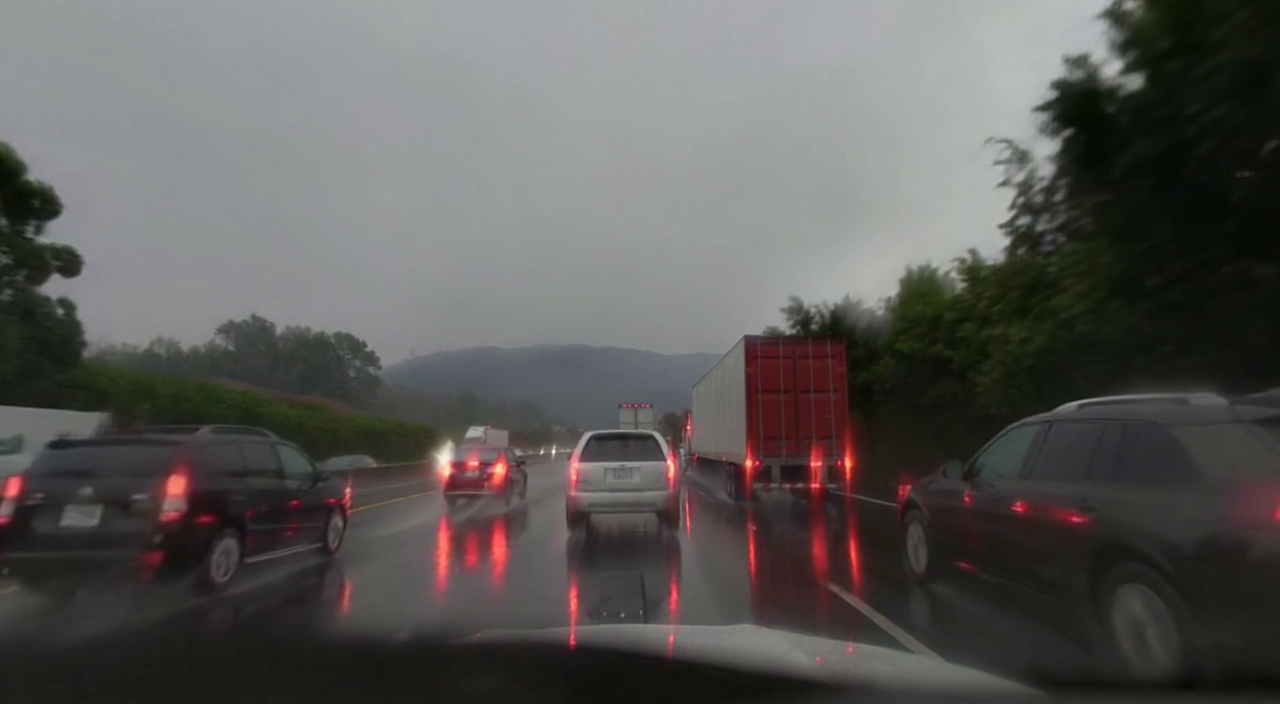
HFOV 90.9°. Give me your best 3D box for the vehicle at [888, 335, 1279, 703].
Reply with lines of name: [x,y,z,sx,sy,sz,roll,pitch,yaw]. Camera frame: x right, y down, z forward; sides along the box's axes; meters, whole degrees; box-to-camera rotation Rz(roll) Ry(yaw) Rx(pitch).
vehicle: [3.657,1.076,4.225,2.076,1.751,4.666,0,-9,0]

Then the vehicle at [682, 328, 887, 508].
vehicle: [3.786,2.677,22.153,3.186,4.111,15.553,0,-9,-1]

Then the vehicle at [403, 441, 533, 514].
vehicle: [-3.968,2.971,15.401,1.923,1.503,4.293,0,-9,1]

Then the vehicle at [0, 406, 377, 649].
vehicle: [-4.329,1.477,6.216,1.789,1.620,3.841,0,-9,0]

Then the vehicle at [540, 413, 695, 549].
vehicle: [-0.311,2.039,10.516,2.037,1.792,4.194,0,-9,0]
